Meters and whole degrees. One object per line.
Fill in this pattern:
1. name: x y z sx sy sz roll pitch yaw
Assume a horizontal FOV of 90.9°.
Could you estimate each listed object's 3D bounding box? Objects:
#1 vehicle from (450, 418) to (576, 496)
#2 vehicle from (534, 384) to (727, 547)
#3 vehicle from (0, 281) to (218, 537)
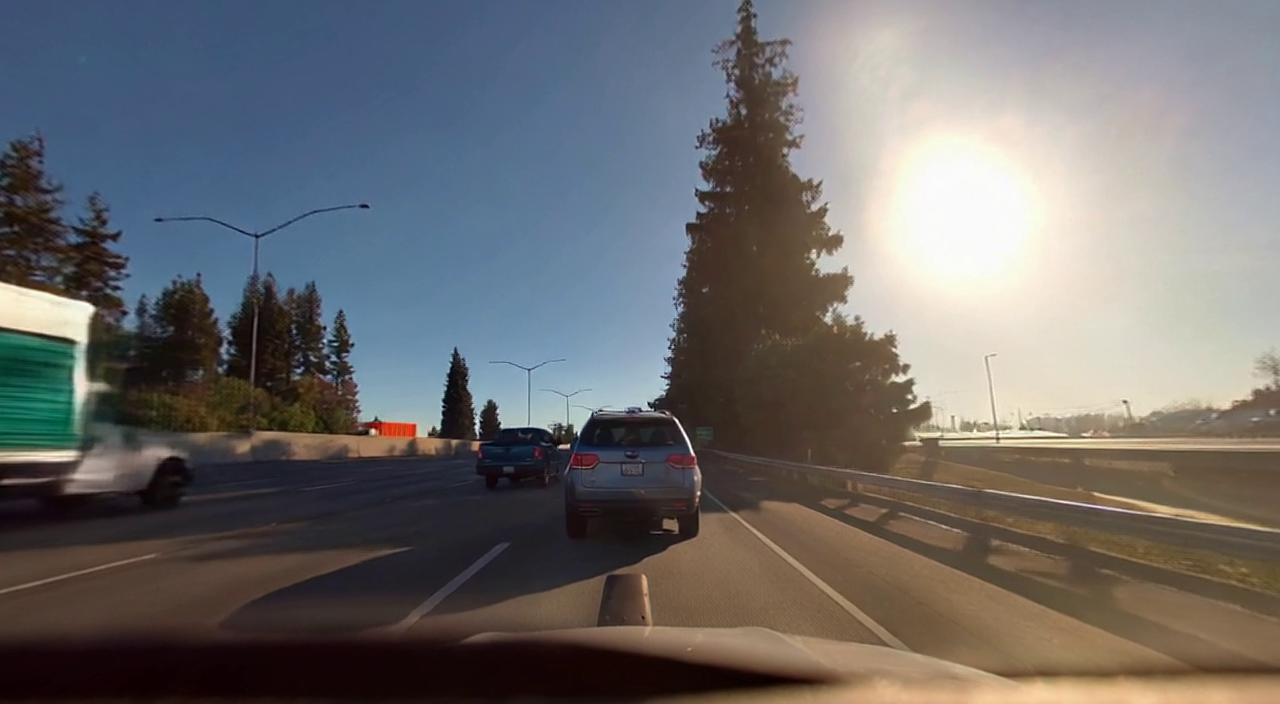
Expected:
1. vehicle: -3.324 2.956 18.079 2.235 1.826 6.106 0 -8 1
2. vehicle: -0.199 1.754 10.282 2.395 2.013 4.734 0 -8 -2
3. vehicle: -10.987 0.606 7.659 3.347 3.686 12.113 0 -8 0
